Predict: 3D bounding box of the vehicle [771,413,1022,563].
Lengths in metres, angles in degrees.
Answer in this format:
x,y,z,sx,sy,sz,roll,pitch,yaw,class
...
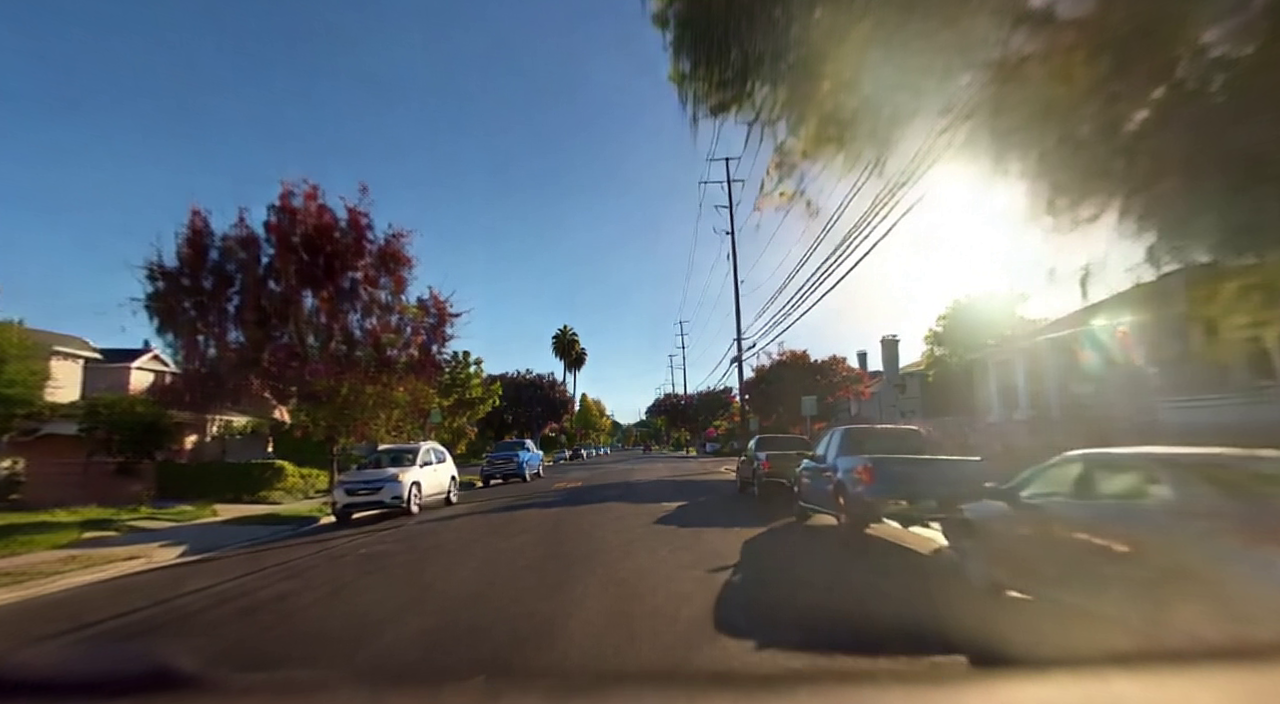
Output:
x,y,z,sx,sy,sz,roll,pitch,yaw,class
3.520,1.953,9.850,1.979,1.762,4.621,0,-8,0,vehicle

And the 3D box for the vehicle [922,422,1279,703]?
x,y,z,sx,sy,sz,roll,pitch,yaw,class
3.850,1.317,4.509,1.854,1.493,3.880,0,-8,0,vehicle

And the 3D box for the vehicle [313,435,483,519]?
x,y,z,sx,sy,sz,roll,pitch,yaw,class
-5.762,3.020,15.885,2.226,1.768,4.780,0,-8,2,vehicle

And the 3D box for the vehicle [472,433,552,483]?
x,y,z,sx,sy,sz,roll,pitch,yaw,class
-5.724,4.844,29.183,2.455,2.045,6.171,0,-8,0,vehicle
